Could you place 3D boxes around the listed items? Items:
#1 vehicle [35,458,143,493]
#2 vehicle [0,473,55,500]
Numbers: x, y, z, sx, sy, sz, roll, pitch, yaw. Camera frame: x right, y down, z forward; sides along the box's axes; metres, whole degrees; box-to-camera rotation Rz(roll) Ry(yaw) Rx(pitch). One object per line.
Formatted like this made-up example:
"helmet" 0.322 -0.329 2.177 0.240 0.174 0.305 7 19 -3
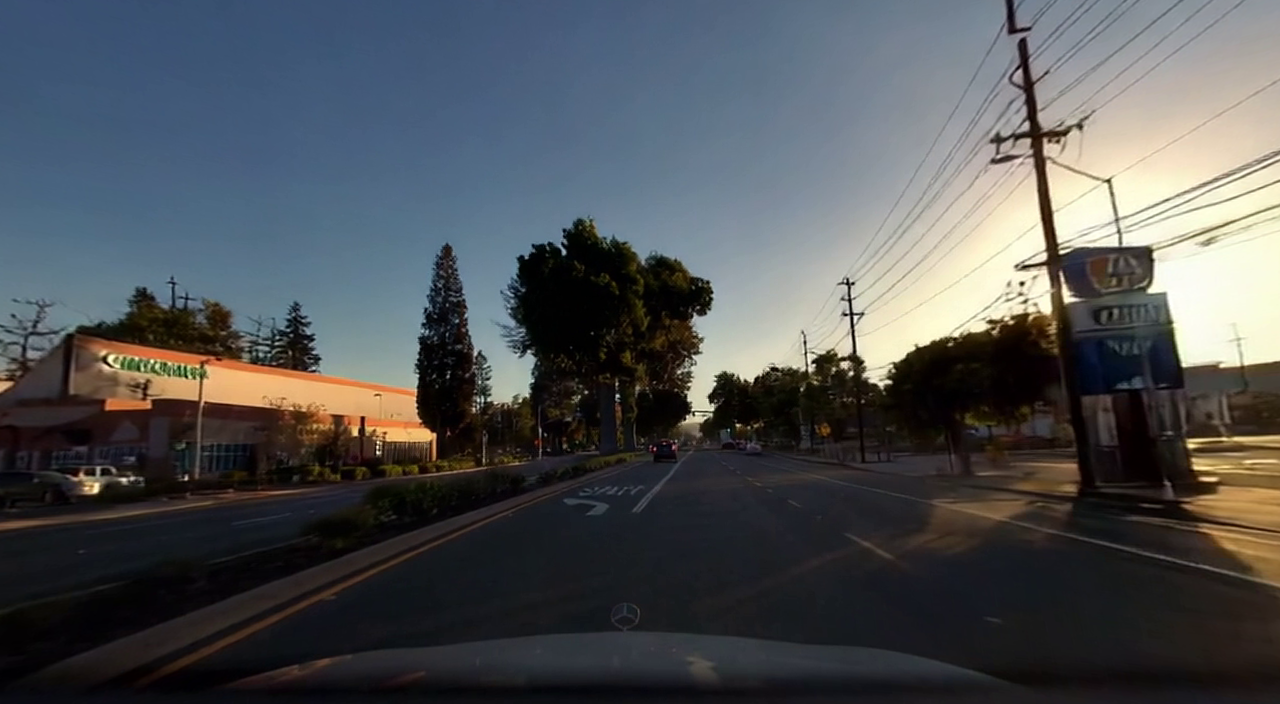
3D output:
"vehicle" -30.847 6.907 35.470 4.137 1.733 2.016 2 -10 3
"vehicle" -42.973 9.061 42.569 2.035 1.594 4.977 -1 -8 5
